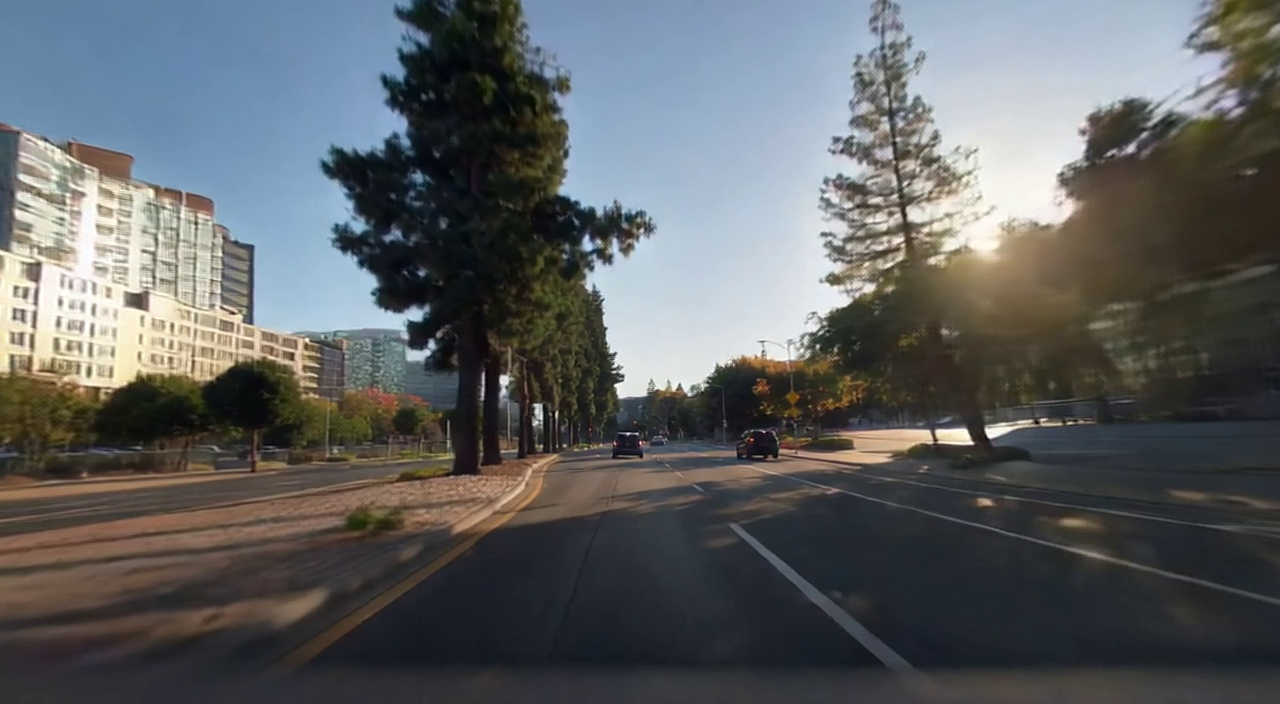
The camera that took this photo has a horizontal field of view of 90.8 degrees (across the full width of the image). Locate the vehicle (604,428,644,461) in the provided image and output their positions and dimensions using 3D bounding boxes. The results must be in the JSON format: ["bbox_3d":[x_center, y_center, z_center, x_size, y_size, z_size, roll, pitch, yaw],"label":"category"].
[{"bbox_3d":[-0.954,5.461,37.339,2.193,1.794,4.457,0,-8,-1],"label":"vehicle"}]

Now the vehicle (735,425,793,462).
[{"bbox_3d":[6.456,4.855,33.425,2.026,1.804,4.565,0,-8,-1],"label":"vehicle"}]
